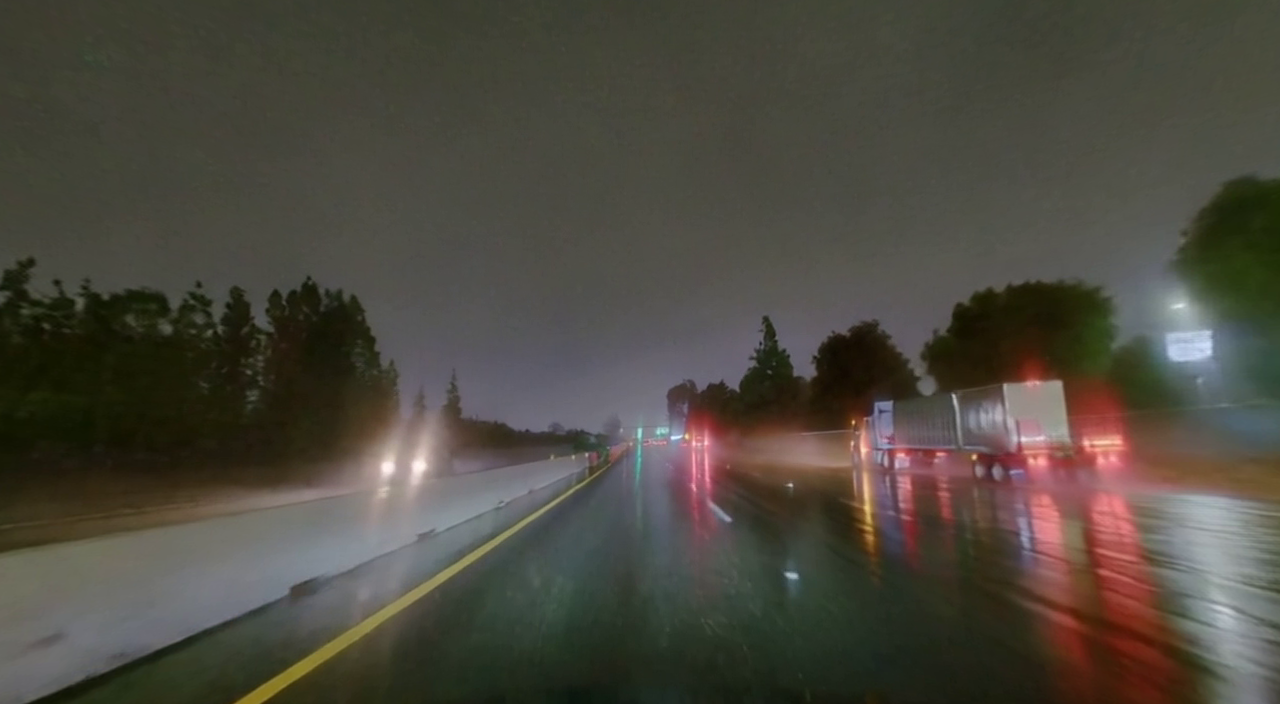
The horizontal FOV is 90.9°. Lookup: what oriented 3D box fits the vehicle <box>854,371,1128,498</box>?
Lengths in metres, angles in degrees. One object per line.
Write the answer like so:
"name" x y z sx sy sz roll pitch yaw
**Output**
"vehicle" 10.773 2.879 21.550 2.960 3.207 10.950 0 -8 -1
